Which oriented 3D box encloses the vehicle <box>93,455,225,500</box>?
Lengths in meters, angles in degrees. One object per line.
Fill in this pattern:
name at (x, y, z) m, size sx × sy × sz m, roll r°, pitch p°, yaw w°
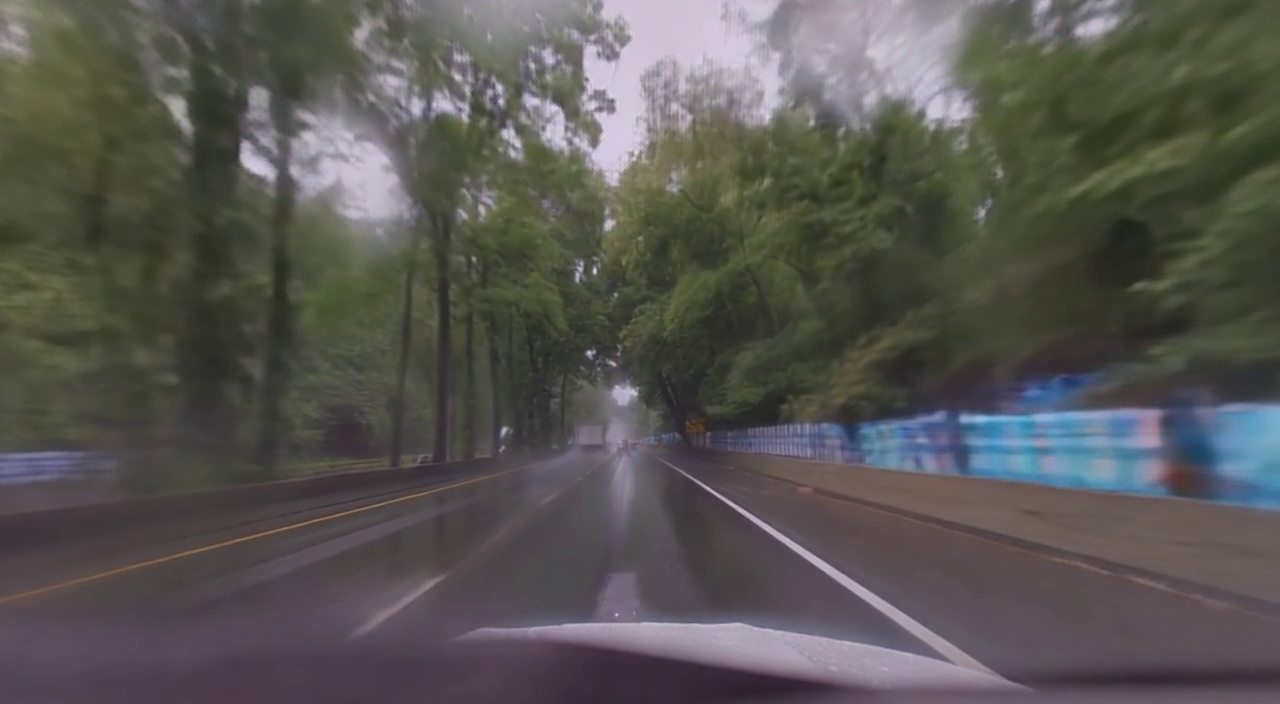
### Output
vehicle at (-18.277, 4.734, 24.211) m, size 1.782 × 1.450 × 4.345 m, roll 0°, pitch -8°, yaw -2°
